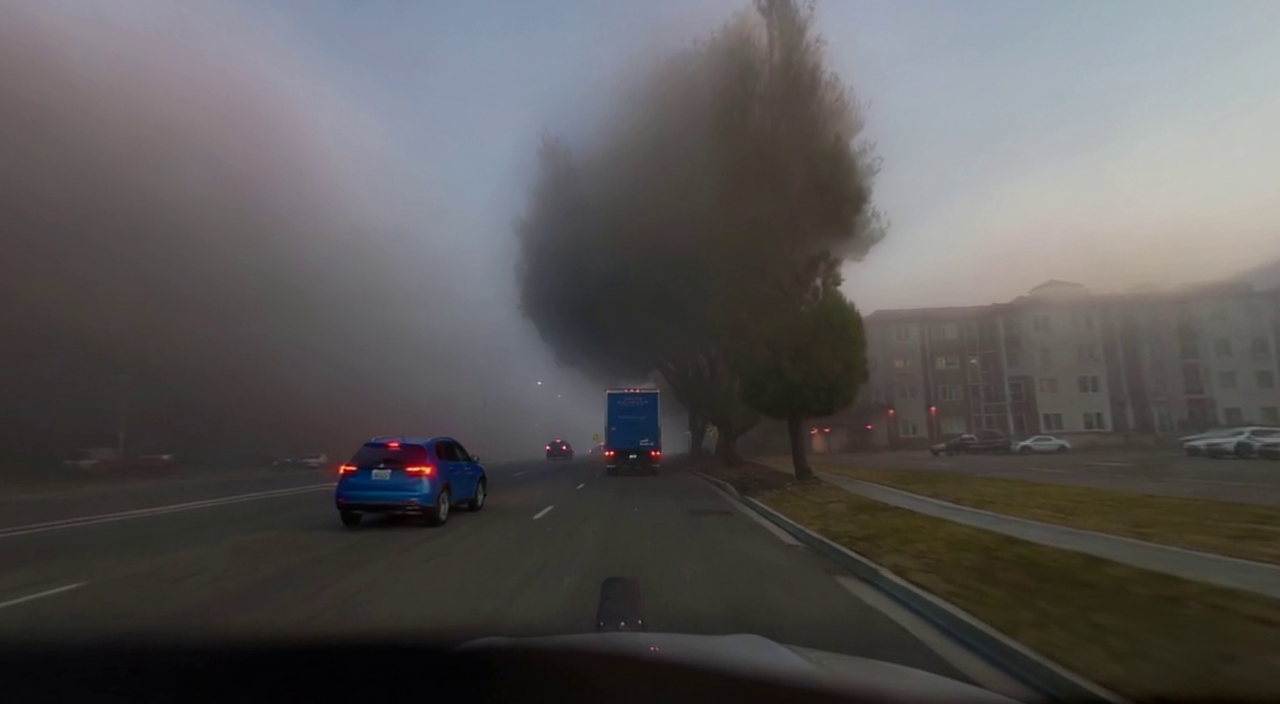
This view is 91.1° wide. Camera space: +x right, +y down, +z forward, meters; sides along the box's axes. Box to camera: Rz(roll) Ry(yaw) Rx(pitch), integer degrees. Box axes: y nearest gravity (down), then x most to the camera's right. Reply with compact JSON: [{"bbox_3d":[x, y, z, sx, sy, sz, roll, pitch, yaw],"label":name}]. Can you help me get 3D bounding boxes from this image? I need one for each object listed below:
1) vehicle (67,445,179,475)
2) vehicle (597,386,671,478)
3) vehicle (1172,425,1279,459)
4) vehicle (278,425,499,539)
[{"bbox_3d":[-35.963,7.498,43.772,5.845,1.983,2.215,-1,-8,2],"label":"vehicle"},{"bbox_3d":[-0.183,3.816,29.428,2.905,3.644,8.807,0,-8,1],"label":"vehicle"},{"bbox_3d":[25.686,3.929,27.370,3.503,1.419,1.646,1,-8,-4],"label":"vehicle"},{"bbox_3d":[-4.058,2.164,11.111,2.078,1.597,4.355,0,-8,0],"label":"vehicle"}]
